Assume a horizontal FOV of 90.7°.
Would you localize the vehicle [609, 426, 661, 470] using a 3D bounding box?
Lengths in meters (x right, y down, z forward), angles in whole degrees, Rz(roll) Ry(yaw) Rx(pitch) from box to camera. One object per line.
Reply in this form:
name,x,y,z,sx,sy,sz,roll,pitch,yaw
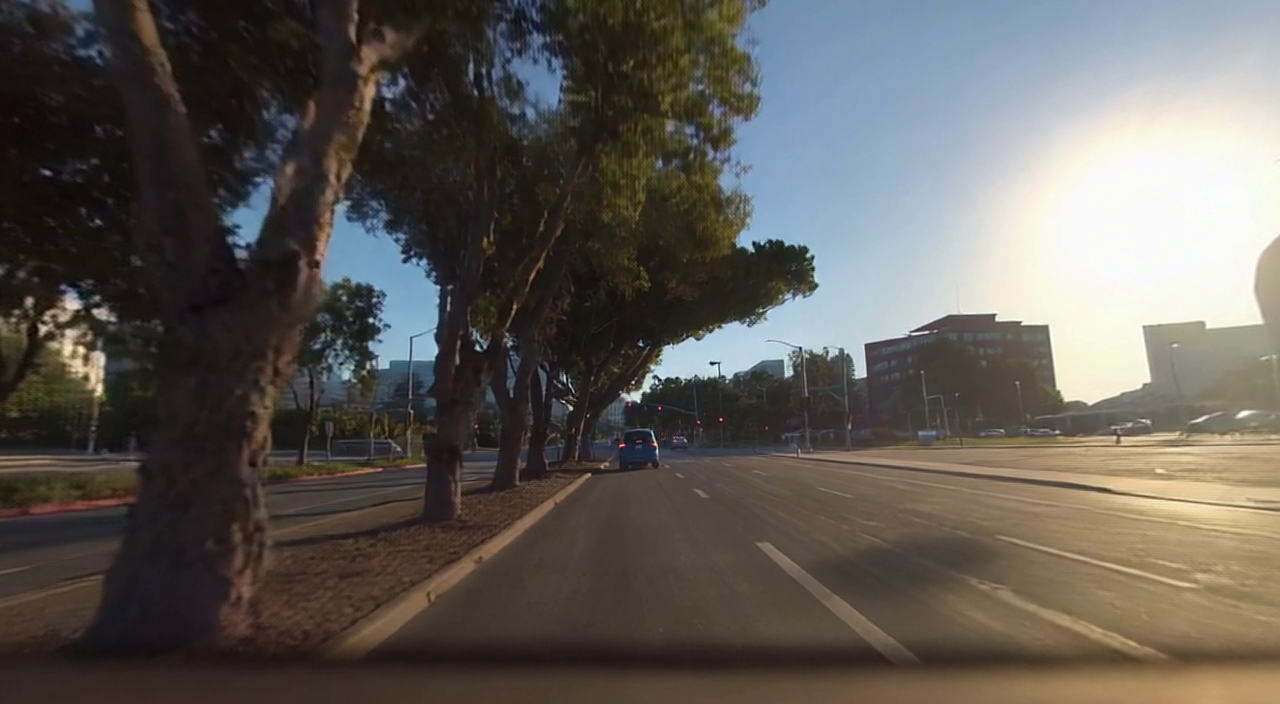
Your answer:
vehicle,-0.265,4.577,30.261,2.267,1.926,4.708,0,-9,-1
